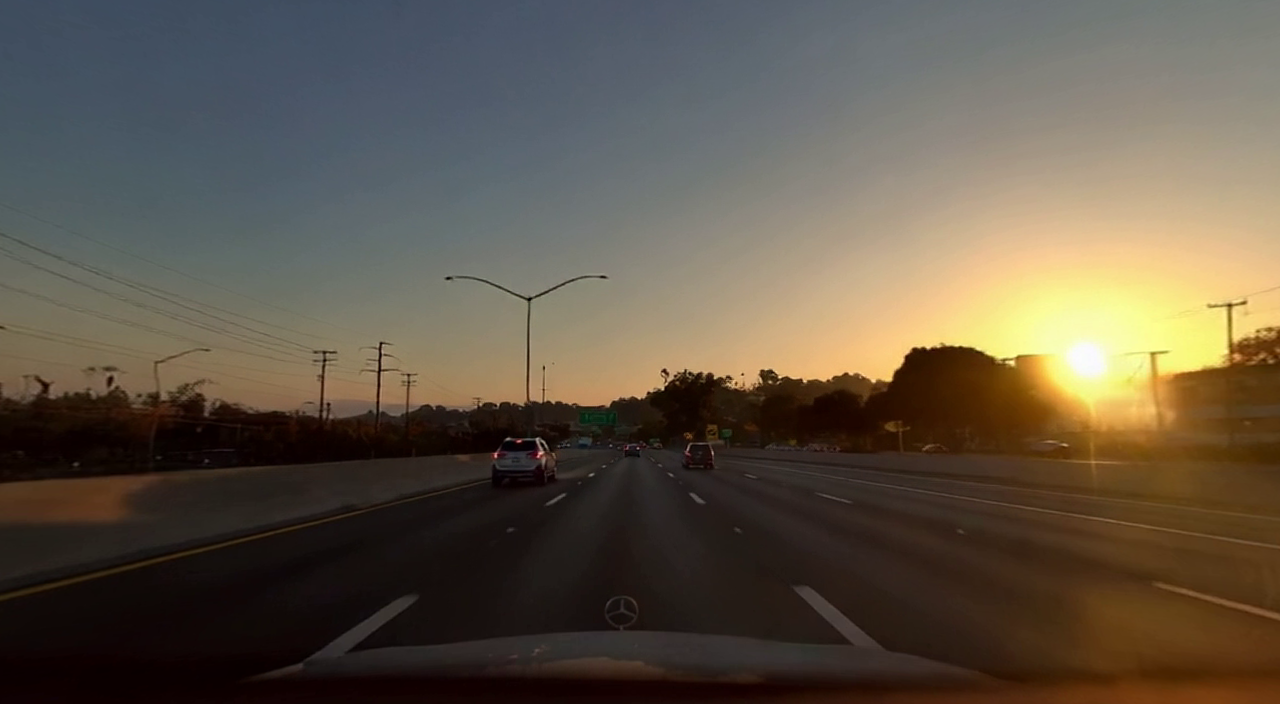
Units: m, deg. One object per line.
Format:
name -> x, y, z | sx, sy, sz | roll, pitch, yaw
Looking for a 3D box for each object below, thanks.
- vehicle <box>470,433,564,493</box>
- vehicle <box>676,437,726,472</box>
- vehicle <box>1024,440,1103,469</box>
vehicle -> -3.799, 3.522, 20.424 | 2.099, 1.682, 4.590 | 0, -9, 0
vehicle -> 2.994, 5.139, 31.862 | 1.997, 1.638, 4.281 | 0, -9, -1
vehicle -> 28.138, 6.801, 42.213 | 2.070, 1.782, 5.006 | -1, -9, 5
